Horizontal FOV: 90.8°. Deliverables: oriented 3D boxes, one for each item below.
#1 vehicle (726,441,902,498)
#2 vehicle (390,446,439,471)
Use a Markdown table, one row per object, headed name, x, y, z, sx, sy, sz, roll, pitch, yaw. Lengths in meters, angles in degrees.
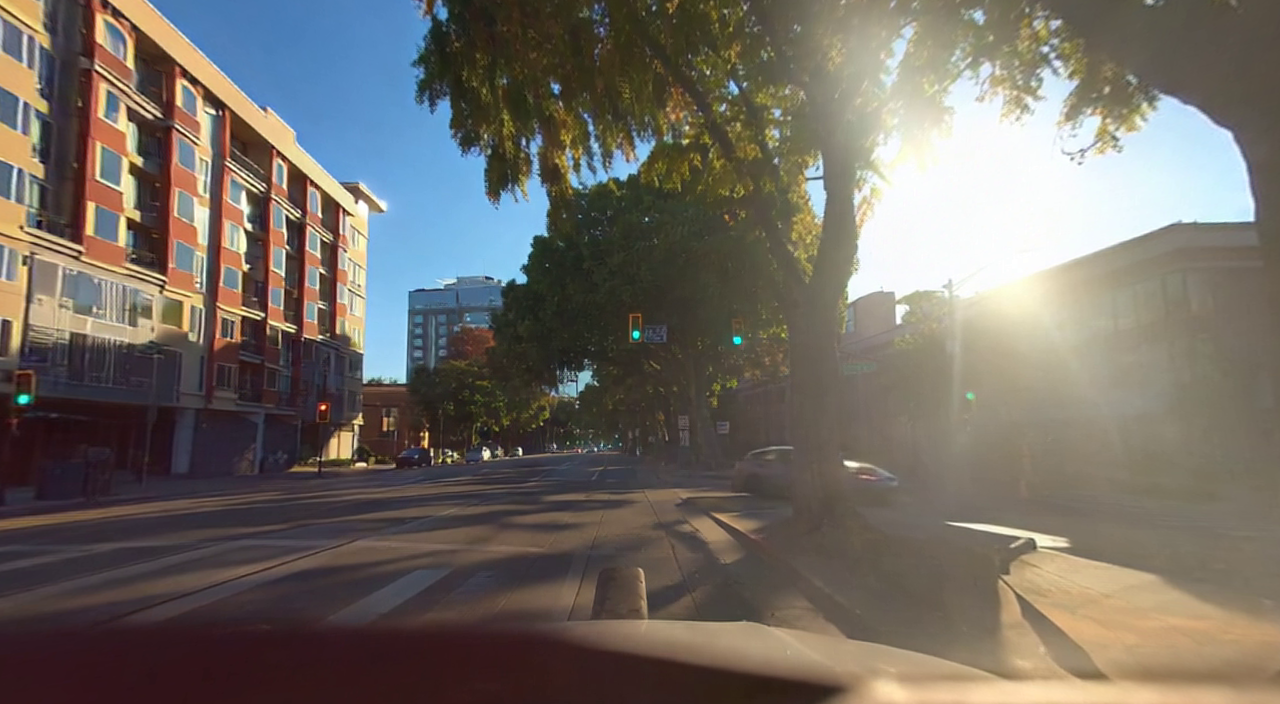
| name | x | y | z | sx | sy | sz | roll | pitch | yaw |
| --- | --- | --- | --- | --- | --- | --- | --- | --- | --- |
| vehicle | 4.961 | 3.387 | 18.677 | 1.933 | 1.460 | 4.683 | 7 | -11 | -40 |
| vehicle | -16.495 | 7.809 | 46.442 | 2.075 | 1.708 | 4.335 | 0 | -8 | -1 |
